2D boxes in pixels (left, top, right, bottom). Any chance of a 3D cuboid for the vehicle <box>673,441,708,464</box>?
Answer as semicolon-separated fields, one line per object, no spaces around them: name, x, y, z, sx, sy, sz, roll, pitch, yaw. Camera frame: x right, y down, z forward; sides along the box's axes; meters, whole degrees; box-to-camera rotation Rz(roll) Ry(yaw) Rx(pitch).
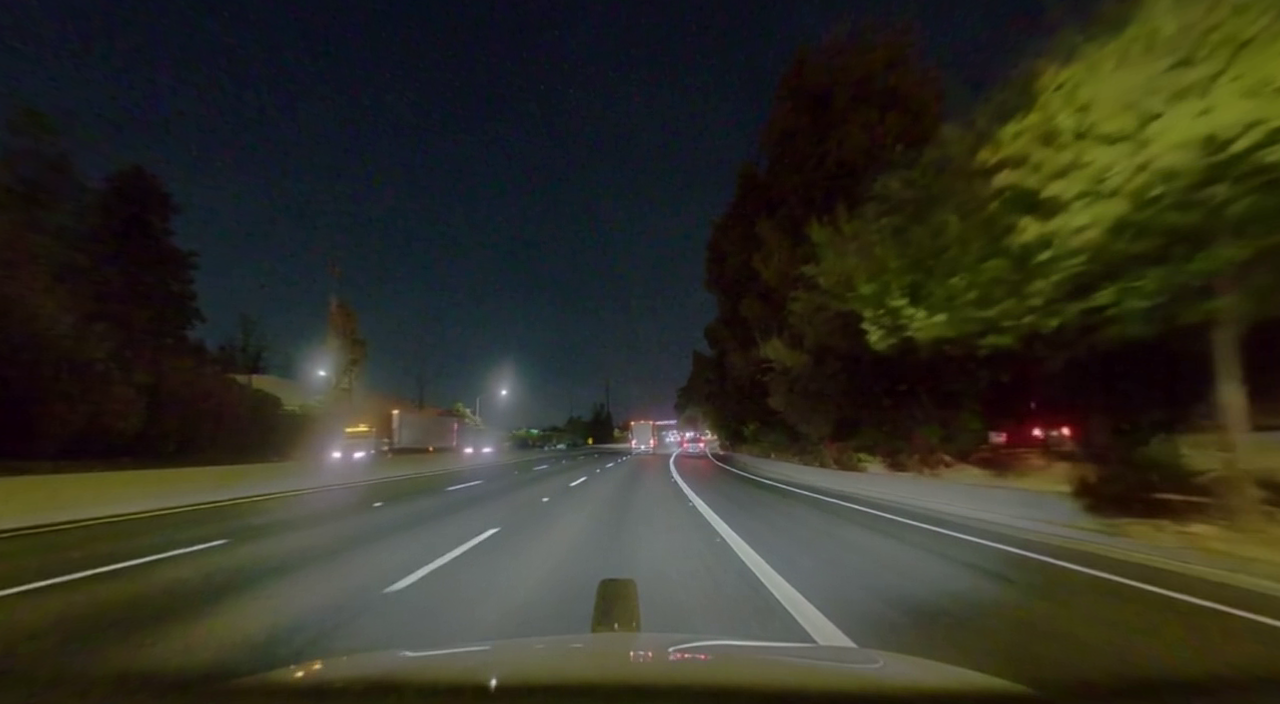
vehicle;3.400;6.808;43.045;2.069;1.476;4.197;0;-9;0

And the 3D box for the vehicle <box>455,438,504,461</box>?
vehicle;-11.905;7.270;47.195;2.189;1.669;4.753;0;-9;2

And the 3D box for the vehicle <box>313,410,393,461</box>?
vehicle;-22.156;6.571;49.132;3.004;3.696;6.102;-1;-9;3

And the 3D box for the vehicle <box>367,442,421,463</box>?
vehicle;-18.192;7.413;46.894;1.918;1.464;4.768;-1;-9;3
